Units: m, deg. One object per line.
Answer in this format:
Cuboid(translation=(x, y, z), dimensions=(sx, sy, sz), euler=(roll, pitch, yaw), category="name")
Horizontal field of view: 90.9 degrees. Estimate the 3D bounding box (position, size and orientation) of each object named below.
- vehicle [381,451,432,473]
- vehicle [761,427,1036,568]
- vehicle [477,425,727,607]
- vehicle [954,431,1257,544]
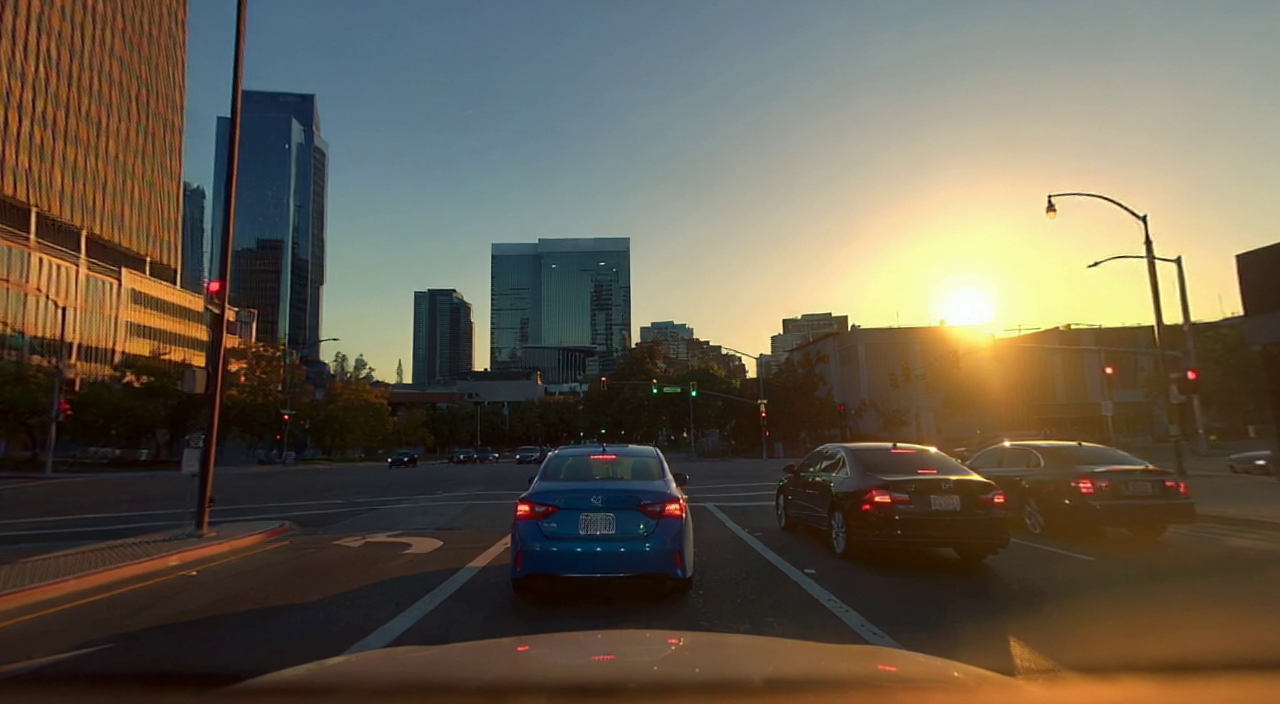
Cuboid(translation=(-17.038, 8.027, 46.307), dimensions=(2.048, 1.463, 4.530), euler=(0, -8, -1), category="vehicle")
Cuboid(translation=(3.221, 1.889, 8.973), dimensions=(2.042, 1.508, 4.109), euler=(0, -8, -2), category="vehicle")
Cuboid(translation=(-0.362, 1.655, 7.292), dimensions=(2.059, 1.477, 3.988), euler=(0, -8, -1), category="vehicle")
Cuboid(translation=(7.451, 2.166, 10.788), dimensions=(1.908, 1.517, 4.182), euler=(0, -8, -1), category="vehicle")
